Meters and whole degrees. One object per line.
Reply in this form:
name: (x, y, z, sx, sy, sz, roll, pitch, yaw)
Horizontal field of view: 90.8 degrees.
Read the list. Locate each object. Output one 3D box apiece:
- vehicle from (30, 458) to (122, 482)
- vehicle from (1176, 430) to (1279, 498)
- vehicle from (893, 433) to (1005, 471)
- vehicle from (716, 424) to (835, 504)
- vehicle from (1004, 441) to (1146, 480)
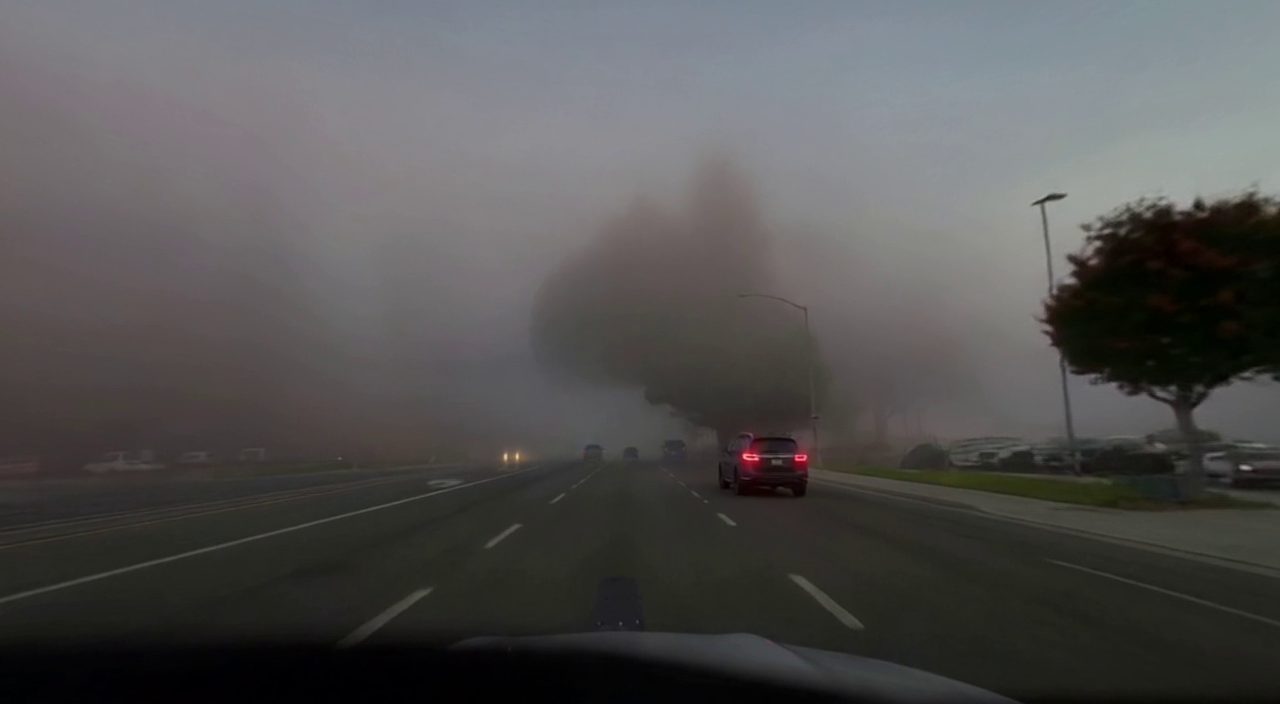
vehicle: (-41.739, 8.737, 46.832, 4.663, 1.660, 2.182, 0, -9, 0)
vehicle: (18.038, 3.048, 17.455, 4.970, 1.700, 2.108, 2, -9, -11)
vehicle: (15.805, 5.125, 32.456, 4.682, 1.635, 2.053, -2, -9, -6)
vehicle: (3.356, 2.881, 16.611, 2.060, 1.816, 4.343, 0, -9, -1)
vehicle: (16.742, 4.161, 24.414, 4.203, 1.424, 2.077, 2, -9, -11)
